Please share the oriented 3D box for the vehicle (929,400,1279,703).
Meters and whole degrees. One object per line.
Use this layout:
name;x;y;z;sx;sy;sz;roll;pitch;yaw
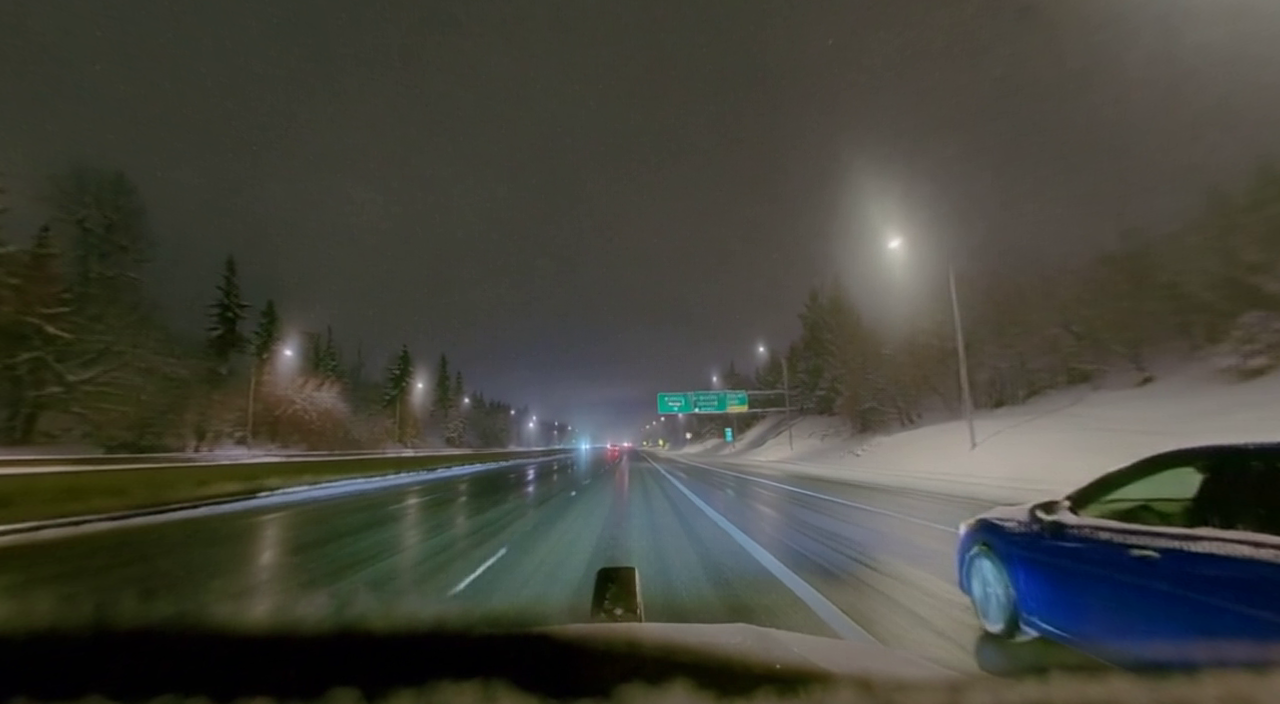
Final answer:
vehicle;3.380;0.984;2.754;1.989;1.479;4.670;0;-9;0
